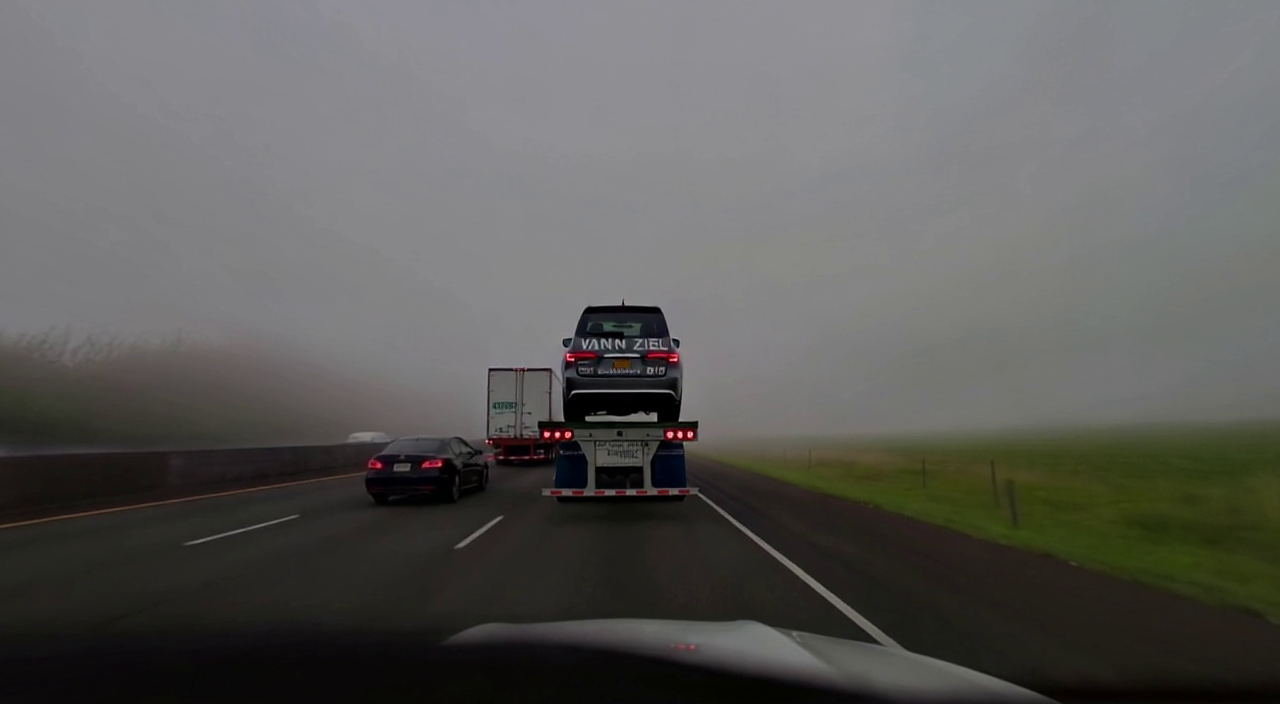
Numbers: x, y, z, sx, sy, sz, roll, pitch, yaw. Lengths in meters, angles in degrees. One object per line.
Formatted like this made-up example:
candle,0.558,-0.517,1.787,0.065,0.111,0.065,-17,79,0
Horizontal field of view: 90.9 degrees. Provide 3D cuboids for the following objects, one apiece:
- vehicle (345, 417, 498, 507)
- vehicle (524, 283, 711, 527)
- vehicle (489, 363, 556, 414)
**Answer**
vehicle,-4.589,2.351,14.050,1.914,1.675,4.331,0,-7,-1
vehicle,-0.481,1.350,14.015,2.738,3.628,9.223,0,-7,-2
vehicle,-4.758,1.611,26.199,2.118,1.799,4.591,0,-7,-3
